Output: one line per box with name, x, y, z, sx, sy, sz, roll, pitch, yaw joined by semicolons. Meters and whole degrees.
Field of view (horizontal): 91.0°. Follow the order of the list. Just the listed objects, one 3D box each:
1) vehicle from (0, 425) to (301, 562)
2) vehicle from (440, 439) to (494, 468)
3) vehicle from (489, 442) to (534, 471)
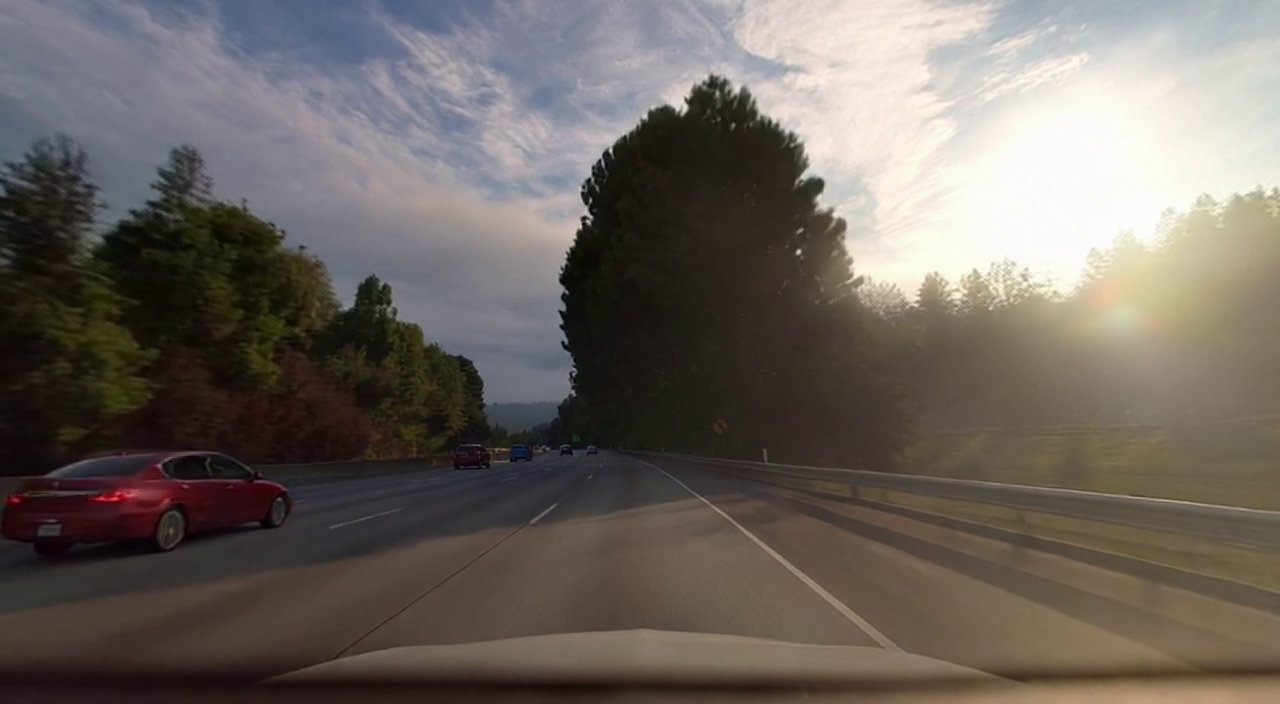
vehicle;-7.703;2.038;9.867;2.133;1.586;4.869;0;-9;-1
vehicle;-12.377;7.302;45.467;2.425;1.926;5.584;0;-9;-2
vehicle;-8.075;6.575;39.851;2.060;1.680;4.255;0;-9;-2
